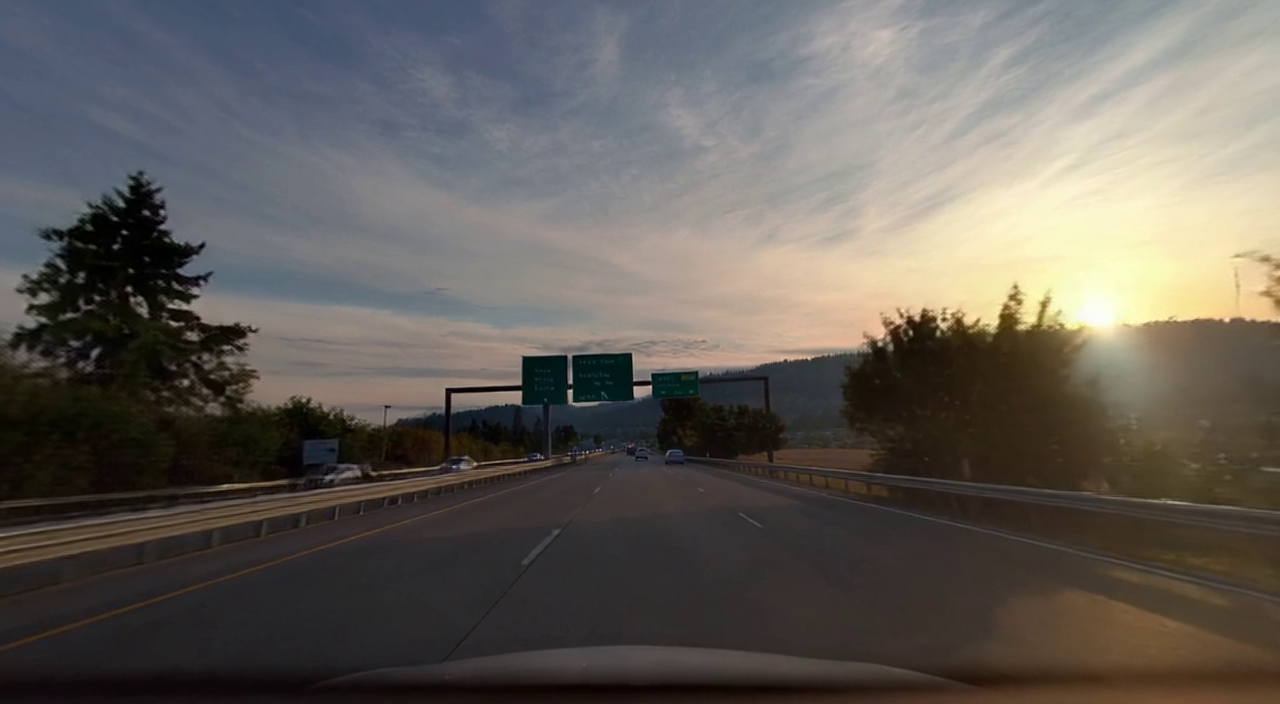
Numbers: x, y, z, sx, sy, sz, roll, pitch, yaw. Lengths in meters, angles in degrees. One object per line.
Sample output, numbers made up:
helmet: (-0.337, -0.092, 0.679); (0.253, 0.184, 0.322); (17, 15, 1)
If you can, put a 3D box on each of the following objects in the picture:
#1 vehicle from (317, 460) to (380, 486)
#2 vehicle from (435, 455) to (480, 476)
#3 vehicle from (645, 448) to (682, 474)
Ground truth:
vehicle: (-18.519, 7.672, 40.309); (1.965, 1.483, 4.594); (0, -9, -2)
vehicle: (-13.625, 8.494, 47.285); (2.100, 1.447, 4.656); (0, -9, -2)
vehicle: (1.333, 6.401, 37.087); (2.036, 1.457, 3.471); (0, -9, -1)
